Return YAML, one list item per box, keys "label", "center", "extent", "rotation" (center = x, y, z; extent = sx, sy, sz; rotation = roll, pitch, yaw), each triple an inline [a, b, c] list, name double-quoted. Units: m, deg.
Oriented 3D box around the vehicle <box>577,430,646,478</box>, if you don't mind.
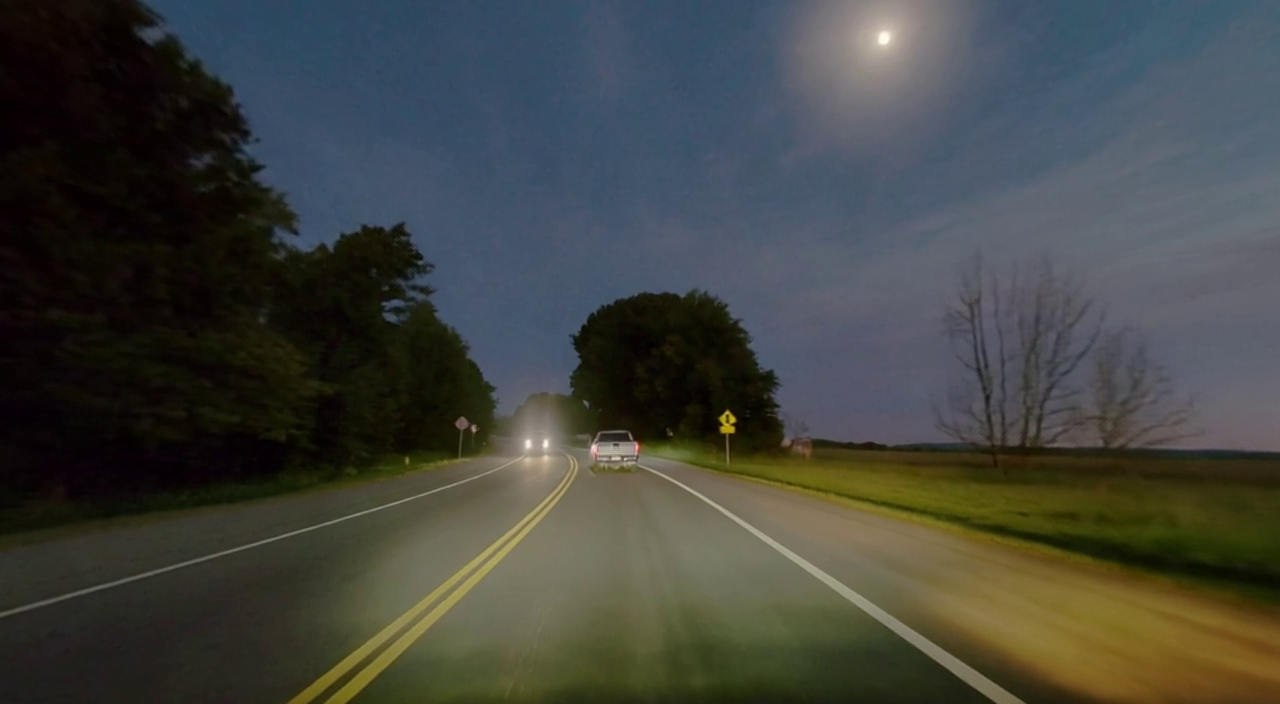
- label: "vehicle"
  center: [-1.268, 4.298, 26.858]
  extent: [2.631, 1.798, 5.331]
  rotation: [0, -8, -4]
